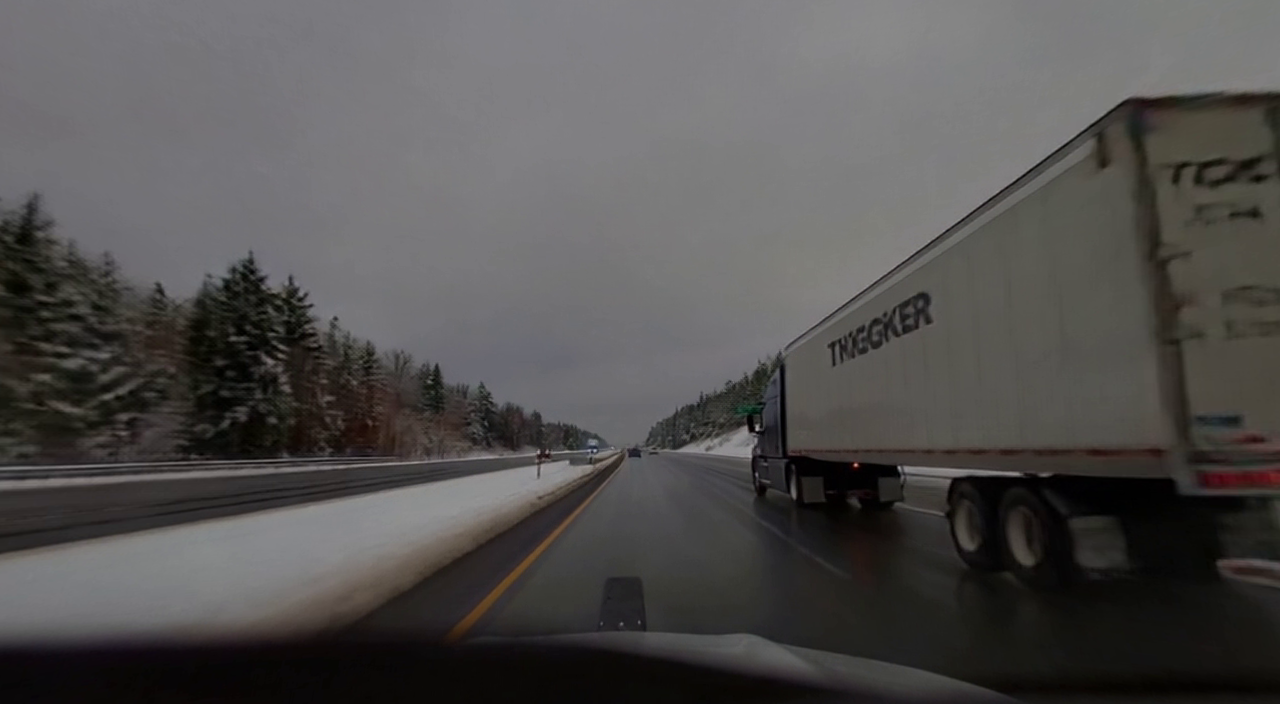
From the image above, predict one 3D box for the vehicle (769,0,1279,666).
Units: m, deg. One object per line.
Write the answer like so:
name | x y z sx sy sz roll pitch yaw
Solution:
vehicle | 5.130 0.756 9.894 2.983 4.030 14.444 0 -9 -1
